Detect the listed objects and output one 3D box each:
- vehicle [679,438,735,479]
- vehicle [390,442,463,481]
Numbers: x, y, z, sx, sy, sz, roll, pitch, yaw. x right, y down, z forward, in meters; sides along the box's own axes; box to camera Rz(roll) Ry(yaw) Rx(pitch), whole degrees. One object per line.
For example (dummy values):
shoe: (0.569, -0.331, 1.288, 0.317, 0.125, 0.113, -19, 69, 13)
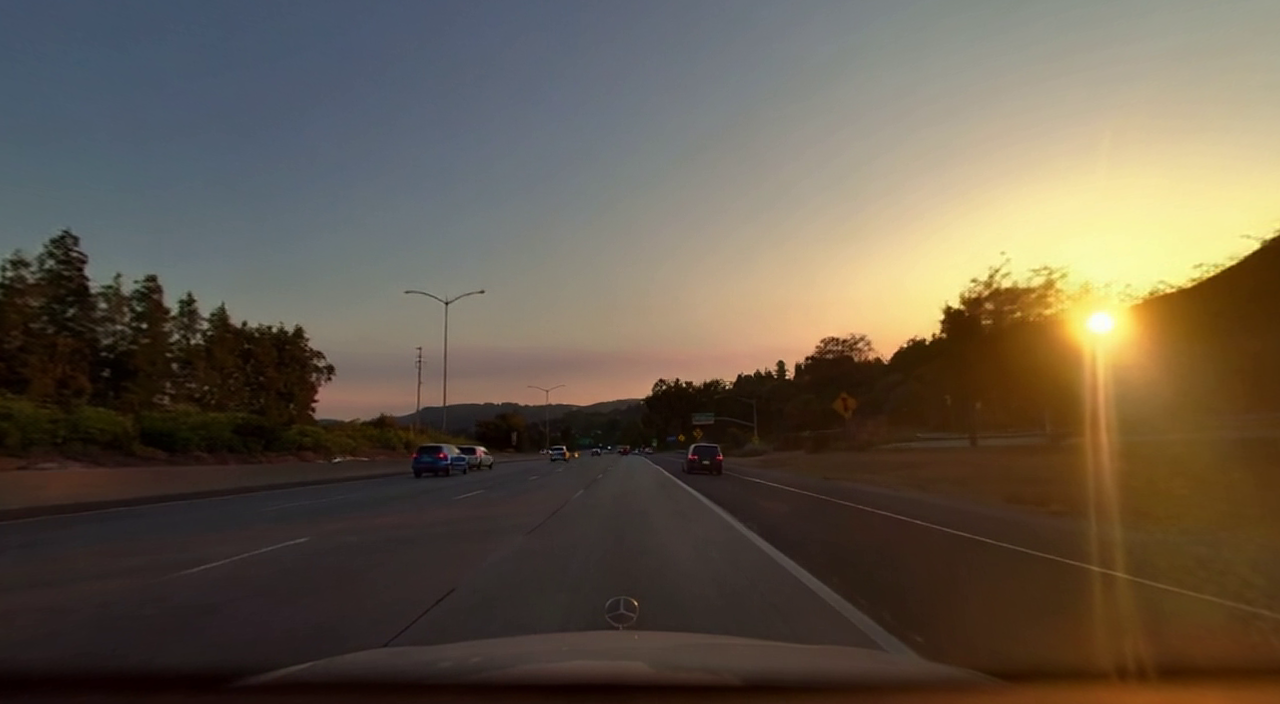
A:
vehicle: (3.276, 5.324, 31.703, 2.184, 1.892, 4.763, 0, -9, -1)
vehicle: (-11.095, 5.700, 33.076, 2.137, 1.873, 4.687, 0, -9, 0)
